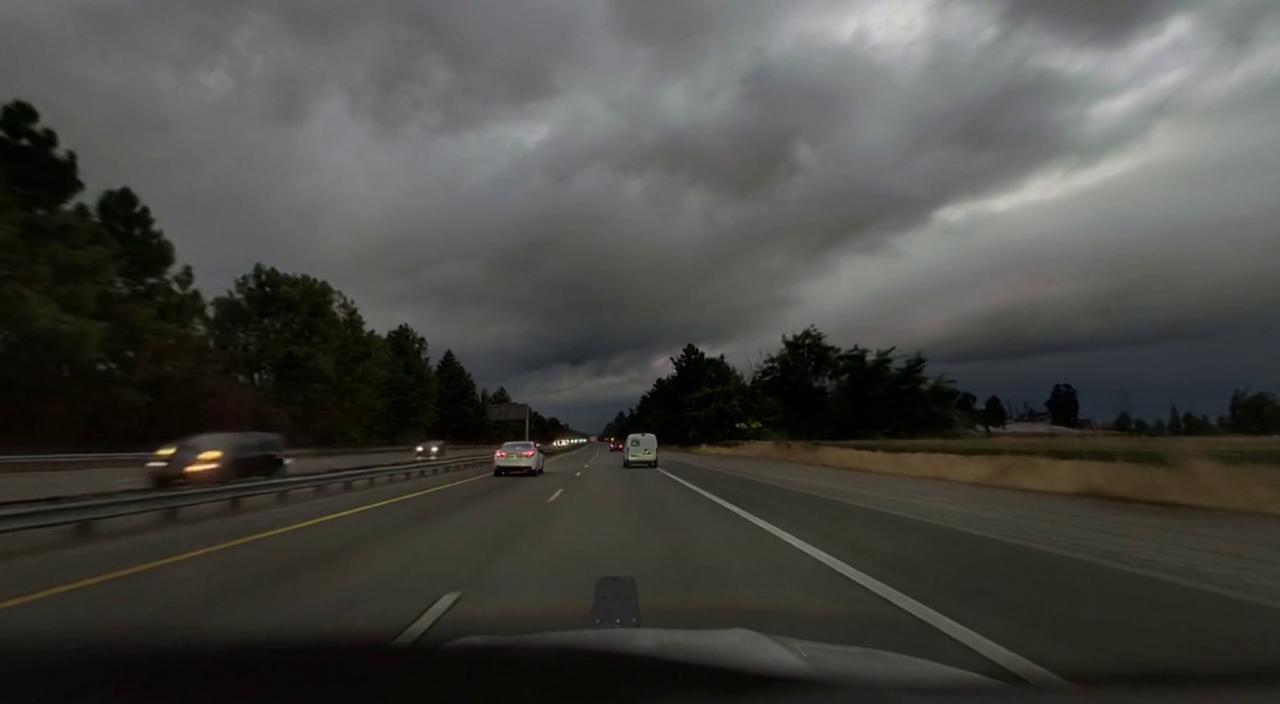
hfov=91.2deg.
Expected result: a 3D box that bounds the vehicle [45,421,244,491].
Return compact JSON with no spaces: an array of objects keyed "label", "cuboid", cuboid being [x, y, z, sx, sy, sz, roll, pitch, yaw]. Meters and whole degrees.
[{"label":"vehicle","cuboid":[-13.332,2.848,17.325,1.915,1.638,4.443,0,-9,-1]}]

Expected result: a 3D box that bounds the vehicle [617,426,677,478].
[{"label":"vehicle","cuboid":[0.192,4.111,25.860,2.179,1.930,4.538,0,-9,-3]}]

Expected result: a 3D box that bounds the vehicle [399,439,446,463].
[{"label":"vehicle","cuboid":[-15.016,6.871,43.504,1.912,1.511,4.174,0,-9,-2]}]

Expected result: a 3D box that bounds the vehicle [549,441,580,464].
[{"label":"vehicle","cuboid":[-5.379,7.231,45.205,1.809,1.510,4.235,0,-9,-2]}]

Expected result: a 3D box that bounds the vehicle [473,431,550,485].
[{"label":"vehicle","cuboid":[-4.478,3.780,22.523,1.963,1.711,4.284,0,-9,-2]}]
